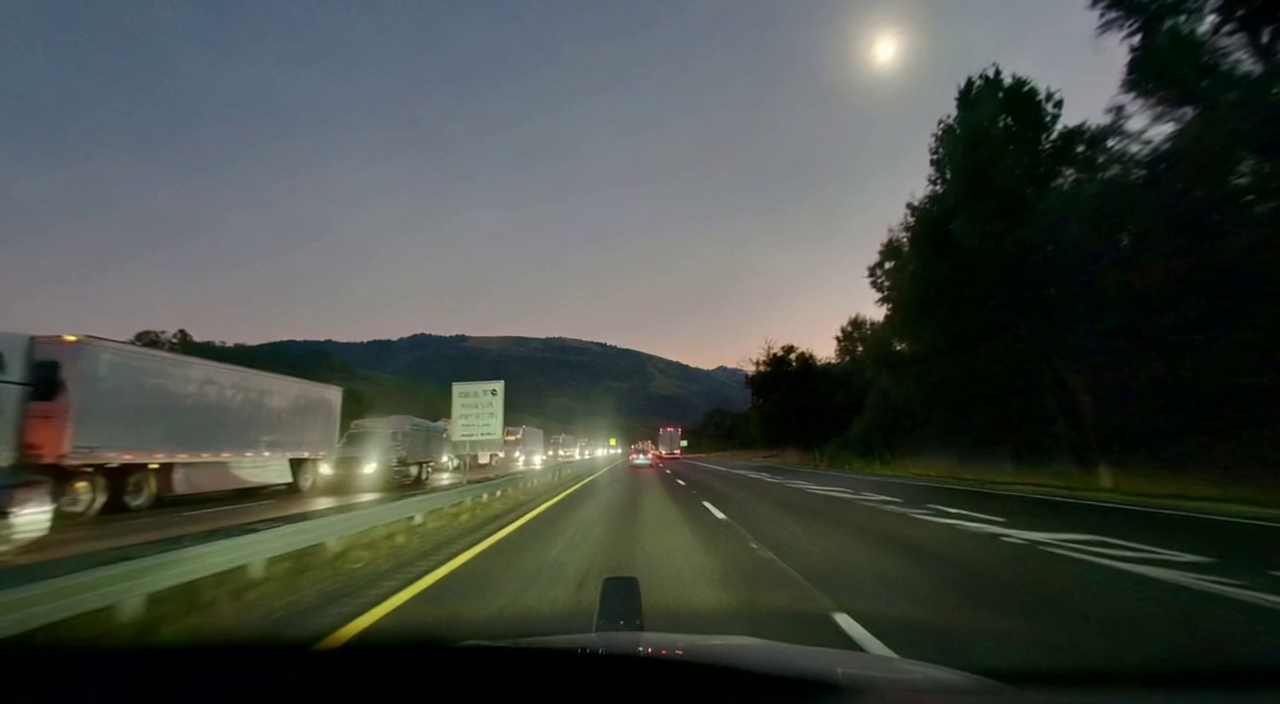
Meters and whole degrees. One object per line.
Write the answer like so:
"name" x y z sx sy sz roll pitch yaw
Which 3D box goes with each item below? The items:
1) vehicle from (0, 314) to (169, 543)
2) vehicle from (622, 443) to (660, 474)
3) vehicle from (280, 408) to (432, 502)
"vehicle" -12.908 1.445 11.691 3.161 4.011 6.480 0 -9 -1
"vehicle" 0.036 6.252 37.134 2.137 1.689 4.051 0 -9 -1
"vehicle" -8.760 3.266 20.250 2.206 2.572 5.674 0 -9 -1
